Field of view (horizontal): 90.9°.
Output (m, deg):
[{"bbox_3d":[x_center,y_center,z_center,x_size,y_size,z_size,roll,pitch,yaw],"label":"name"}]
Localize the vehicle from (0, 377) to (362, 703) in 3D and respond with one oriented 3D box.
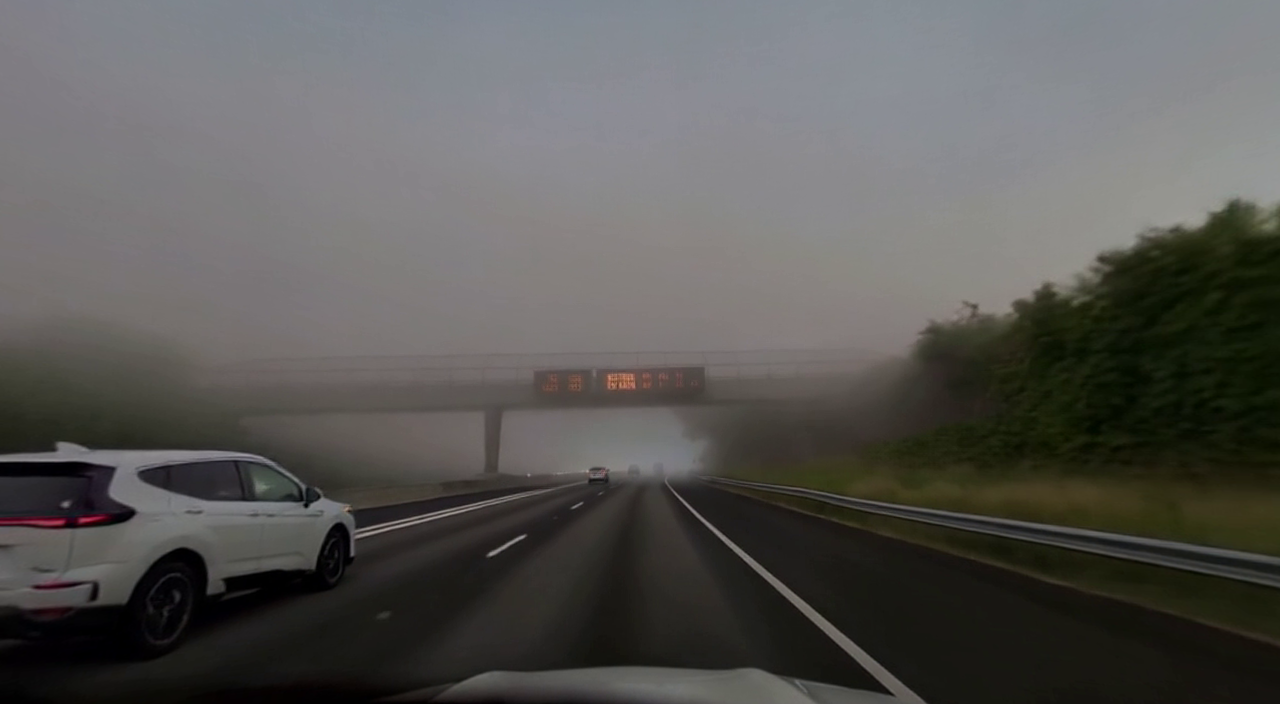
[{"bbox_3d":[-4.095,1.227,4.370,2.141,1.697,4.641,1,-11,0],"label":"vehicle"}]
